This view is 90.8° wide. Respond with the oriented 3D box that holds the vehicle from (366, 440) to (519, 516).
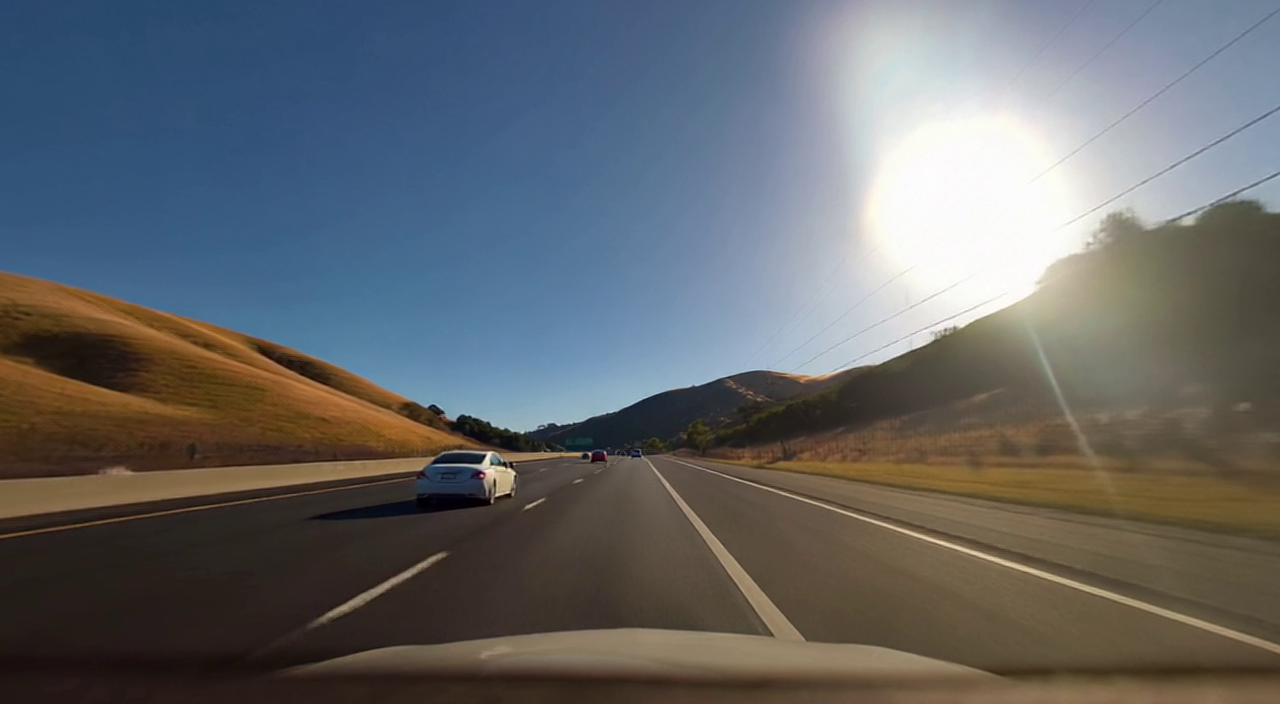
[{"bbox_3d":[-4.438,2.912,15.205,2.064,1.489,4.966,0,-9,0],"label":"vehicle"}]
